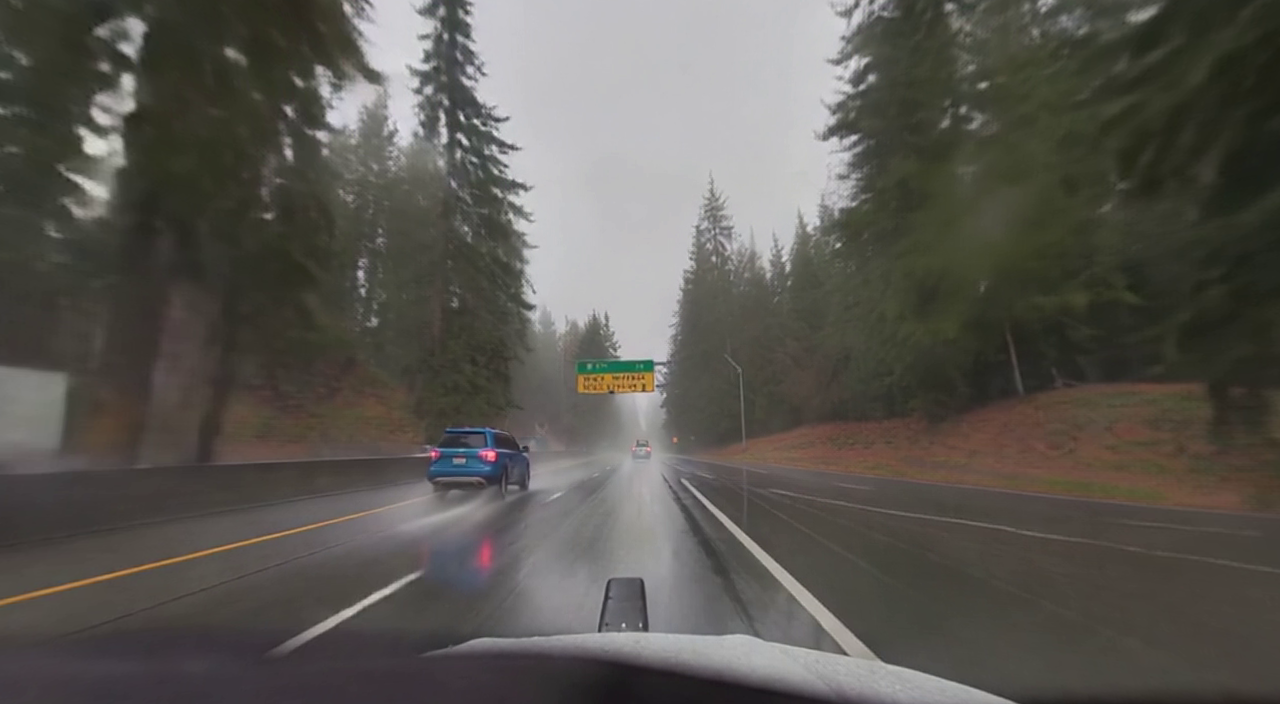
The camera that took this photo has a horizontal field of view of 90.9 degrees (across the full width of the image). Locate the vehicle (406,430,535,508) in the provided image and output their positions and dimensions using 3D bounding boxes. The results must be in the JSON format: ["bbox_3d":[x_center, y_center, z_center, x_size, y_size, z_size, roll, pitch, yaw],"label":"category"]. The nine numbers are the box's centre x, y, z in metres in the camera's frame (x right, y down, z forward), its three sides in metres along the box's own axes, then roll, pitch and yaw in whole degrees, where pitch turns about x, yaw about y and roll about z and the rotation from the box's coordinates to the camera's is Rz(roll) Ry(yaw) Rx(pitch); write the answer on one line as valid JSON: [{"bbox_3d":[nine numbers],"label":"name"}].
[{"bbox_3d":[-4.236,2.995,16.637,2.084,1.752,4.479,0,-8,1],"label":"vehicle"}]
